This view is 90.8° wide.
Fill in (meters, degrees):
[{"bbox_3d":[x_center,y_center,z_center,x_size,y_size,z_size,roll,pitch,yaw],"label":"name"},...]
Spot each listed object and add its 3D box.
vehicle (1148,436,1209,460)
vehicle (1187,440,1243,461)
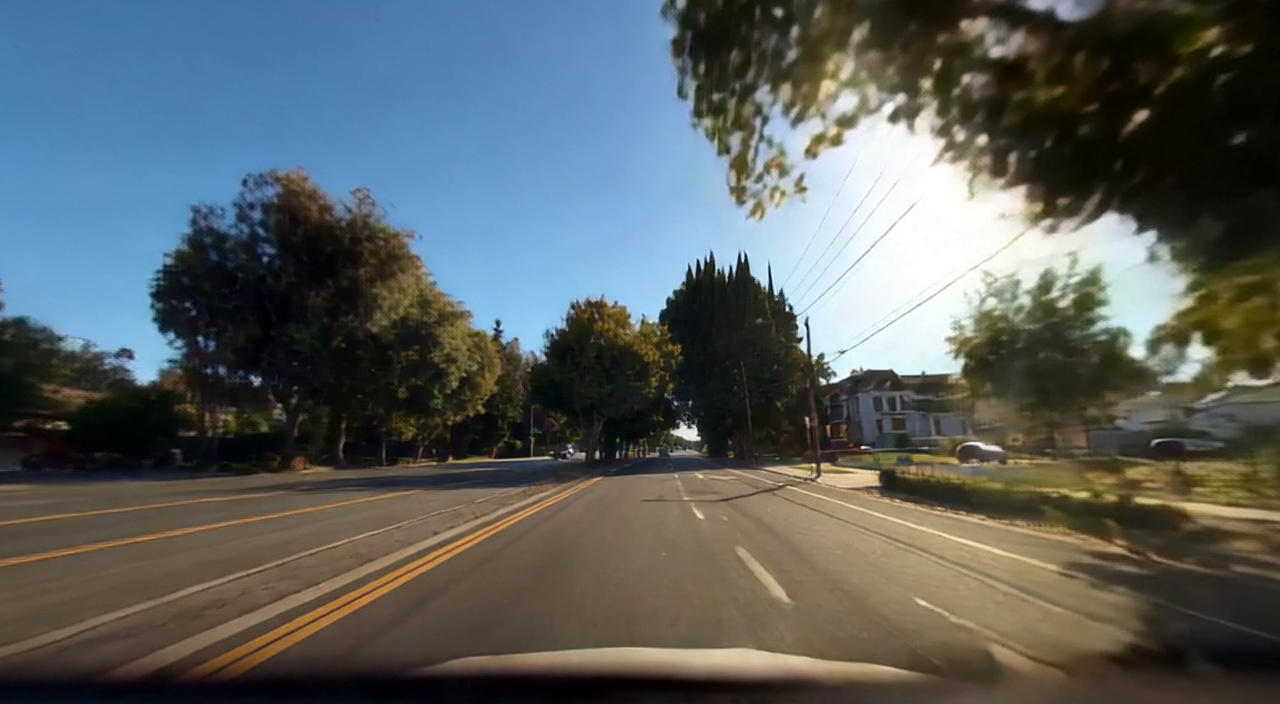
[{"bbox_3d":[42.269,7.553,49.571,4.494,1.782,2.212,5,-10,-32],"label":"vehicle"},{"bbox_3d":[42.576,7.276,46.741,4.028,1.539,1.815,5,-10,-31],"label":"vehicle"}]
